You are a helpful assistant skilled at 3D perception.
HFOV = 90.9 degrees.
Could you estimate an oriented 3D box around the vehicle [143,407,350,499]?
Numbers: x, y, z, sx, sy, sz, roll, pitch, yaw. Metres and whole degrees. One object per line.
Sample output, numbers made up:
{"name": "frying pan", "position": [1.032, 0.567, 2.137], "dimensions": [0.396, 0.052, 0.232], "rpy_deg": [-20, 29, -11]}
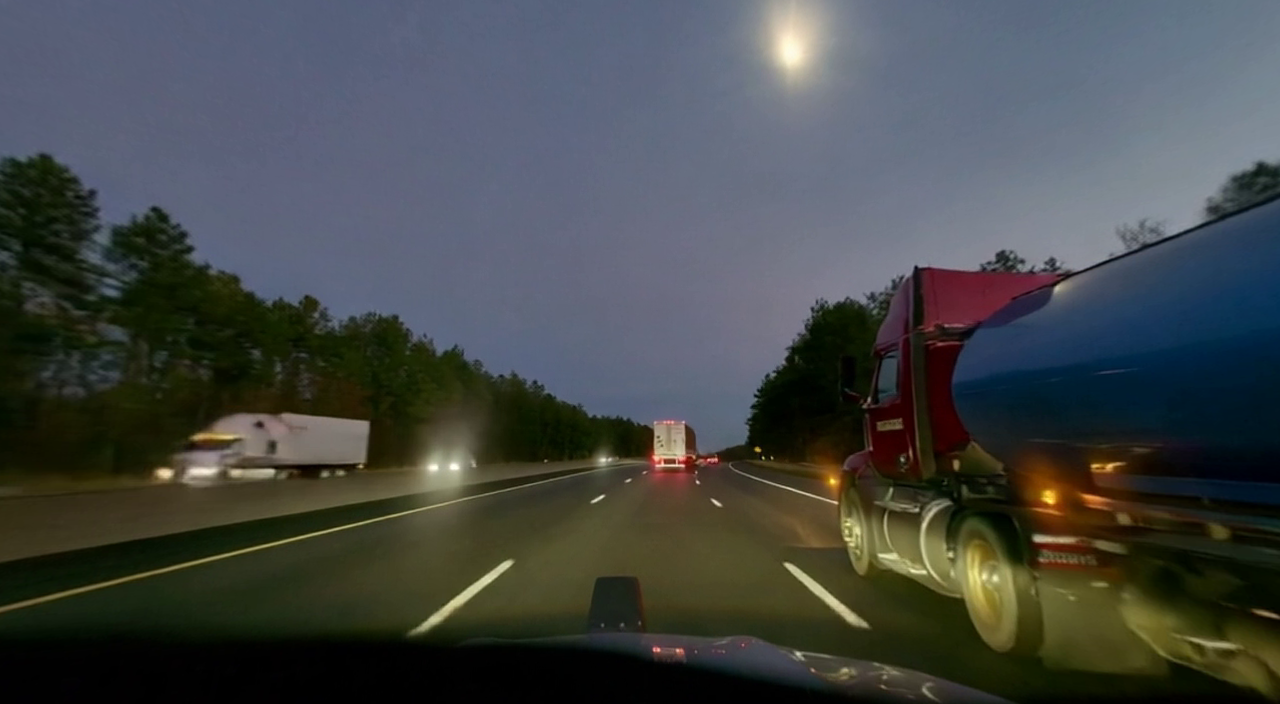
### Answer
{"name": "vehicle", "position": [-16.562, 4.368, 27.728], "dimensions": [2.948, 3.367, 8.832], "rpy_deg": [-1, -8, 4]}

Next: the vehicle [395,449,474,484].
{"name": "vehicle", "position": [-11.833, 6.595, 36.832], "dimensions": [2.329, 1.801, 5.827], "rpy_deg": [-1, -8, 3]}
